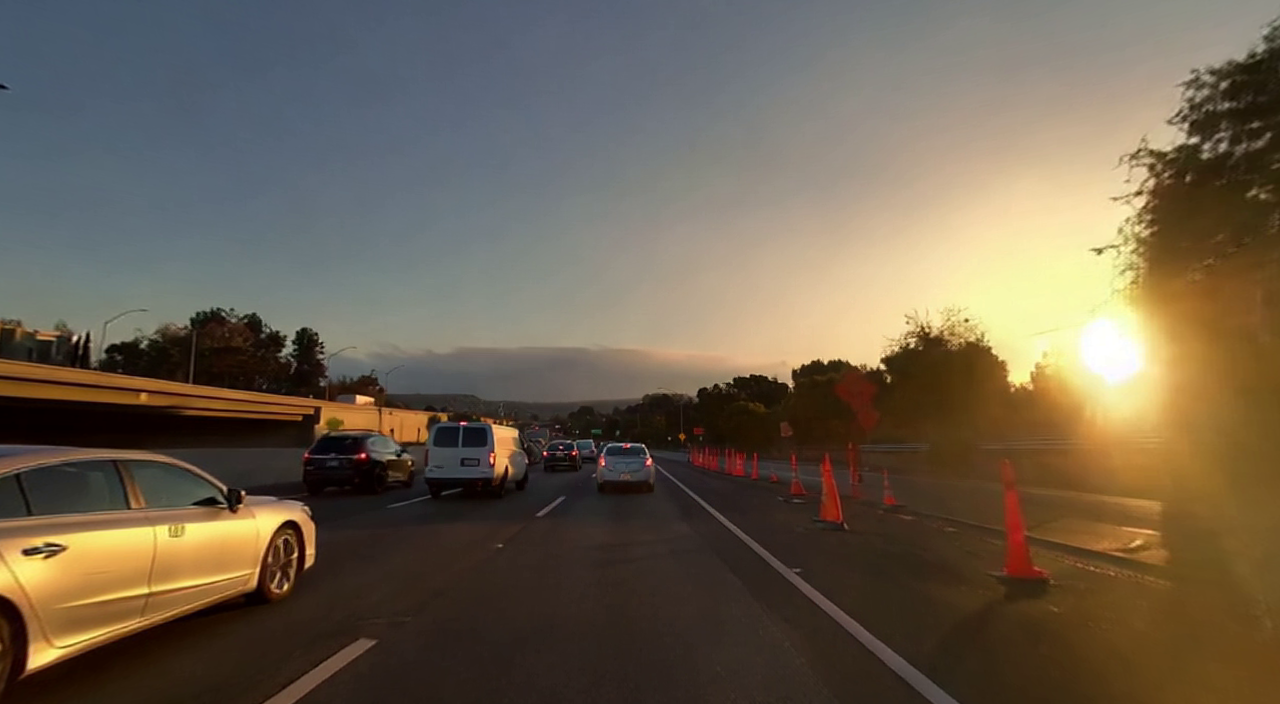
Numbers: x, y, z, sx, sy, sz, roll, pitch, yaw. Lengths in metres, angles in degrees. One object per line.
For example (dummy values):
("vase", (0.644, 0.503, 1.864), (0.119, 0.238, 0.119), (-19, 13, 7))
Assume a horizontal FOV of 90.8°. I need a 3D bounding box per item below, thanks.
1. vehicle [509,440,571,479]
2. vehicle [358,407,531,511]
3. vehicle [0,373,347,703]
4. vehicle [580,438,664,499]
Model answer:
("vehicle", (-3.995, 4.353, 25.901), (1.824, 1.459, 4.007), (0, -9, 1))
("vehicle", (-4.294, 2.514, 15.209), (2.324, 2.012, 5.740), (0, -9, 0))
("vehicle", (-3.888, 1.053, 3.835), (2.041, 1.604, 4.384), (0, -9, 1))
("vehicle", (-0.473, 3.160, 17.594), (2.069, 1.484, 3.918), (0, -9, -1))
